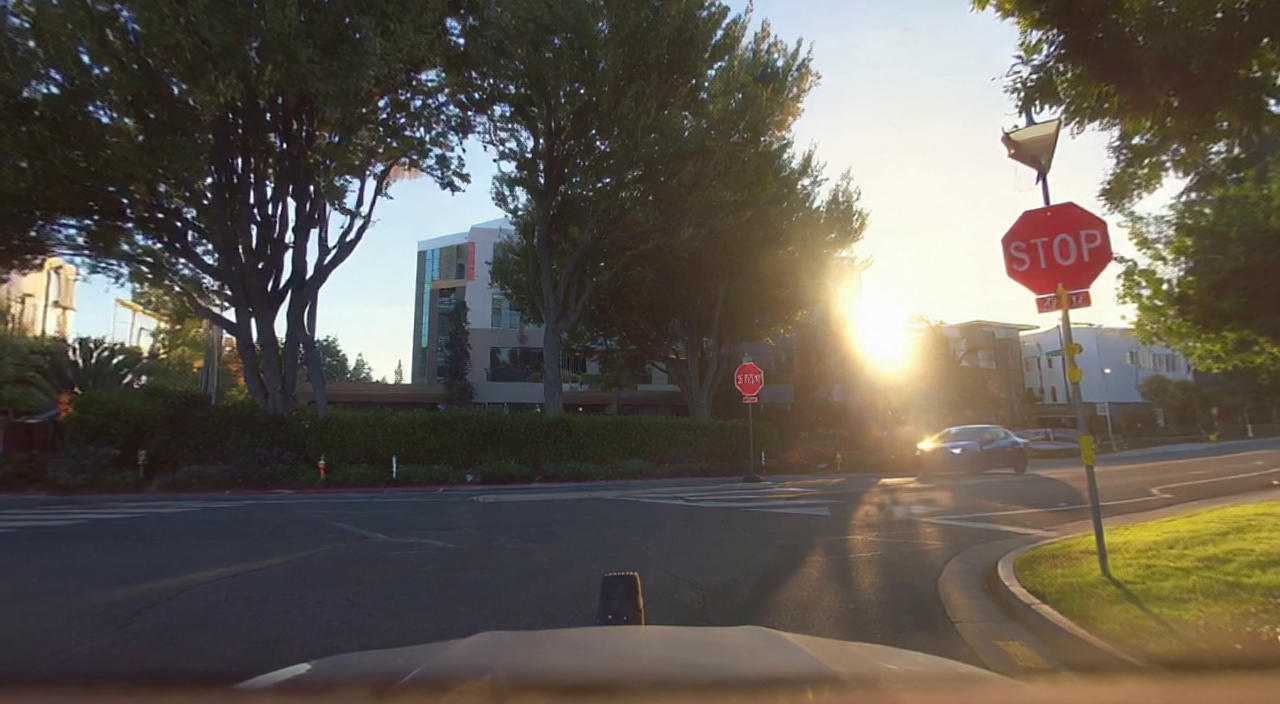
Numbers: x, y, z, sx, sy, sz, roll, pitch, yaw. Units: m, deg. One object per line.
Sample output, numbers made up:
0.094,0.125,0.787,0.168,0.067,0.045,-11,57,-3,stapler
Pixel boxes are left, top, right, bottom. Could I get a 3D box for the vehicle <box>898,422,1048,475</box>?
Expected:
10.462,3.012,19.742,4.473,1.474,2.108,5,-10,-32,vehicle
